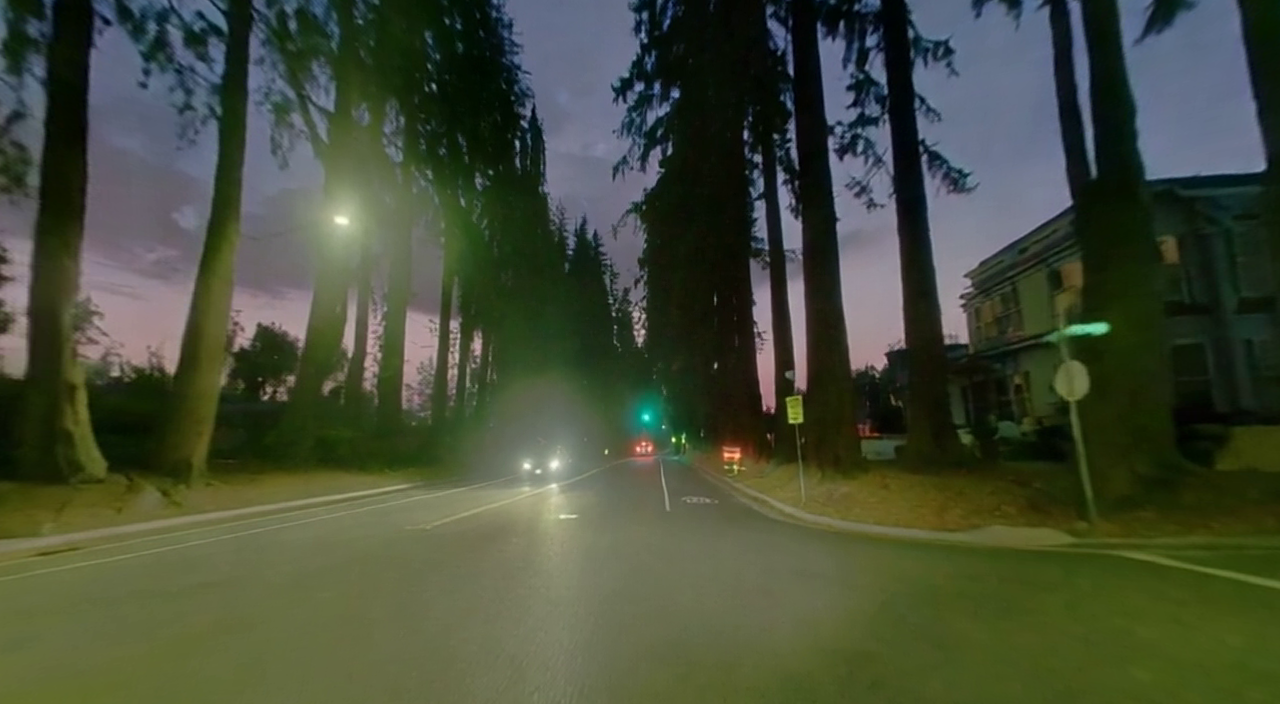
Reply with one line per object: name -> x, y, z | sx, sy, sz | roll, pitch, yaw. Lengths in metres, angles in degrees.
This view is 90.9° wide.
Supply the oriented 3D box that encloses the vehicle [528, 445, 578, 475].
vehicle -> -4.730, 5.924, 34.778 | 1.927, 1.521, 4.571 | 0, -8, 2
